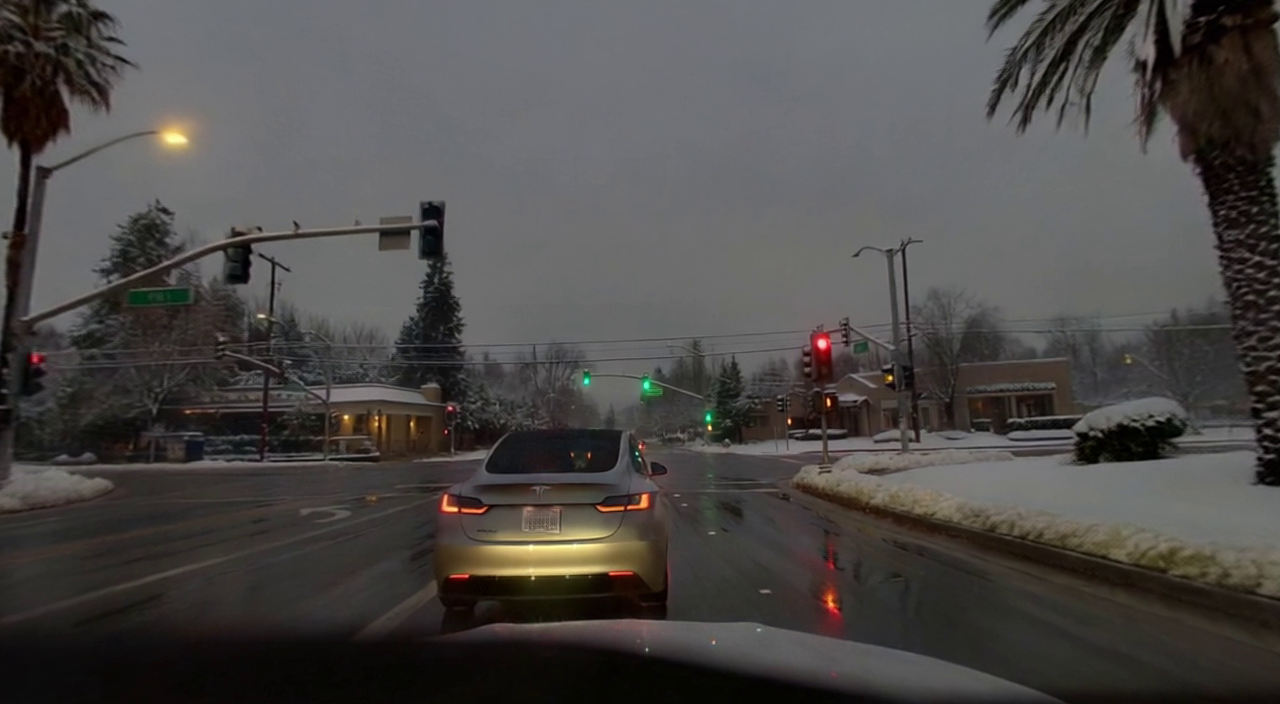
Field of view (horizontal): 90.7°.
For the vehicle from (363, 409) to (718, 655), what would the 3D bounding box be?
[{"bbox_3d":[-0.625,1.412,6.039,2.152,1.478,4.229,0,-8,-1],"label":"vehicle"}]
